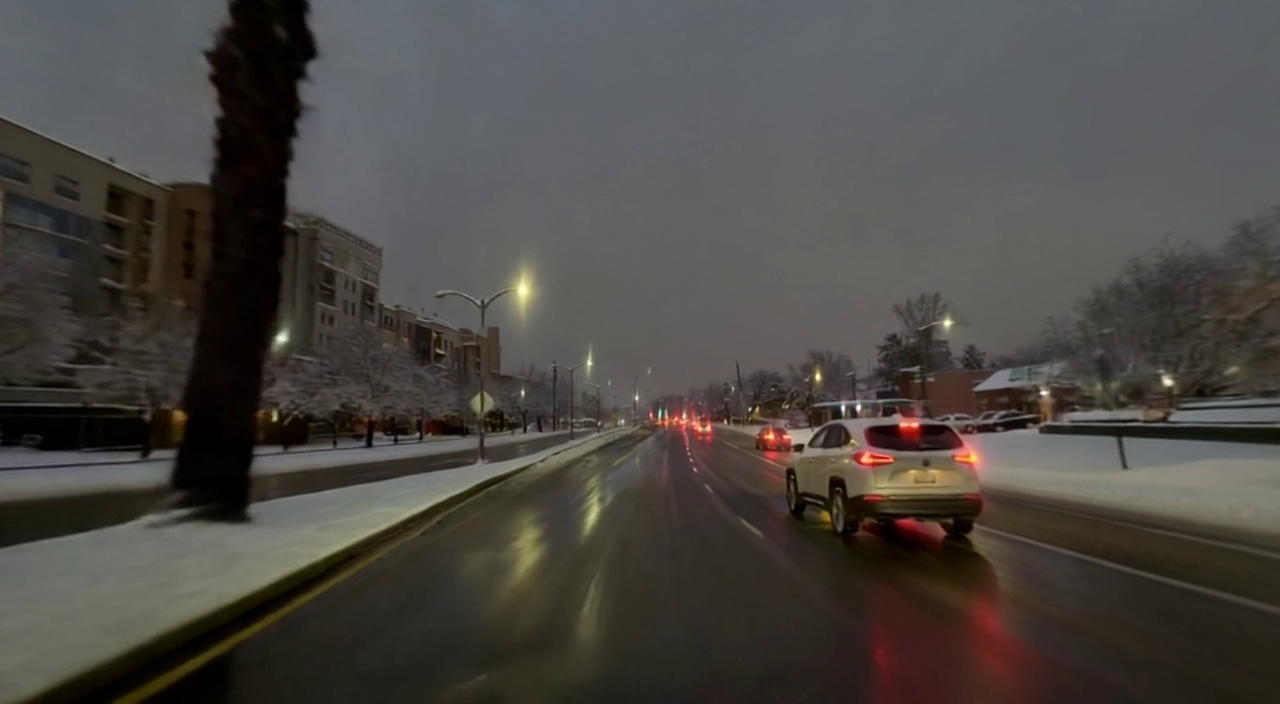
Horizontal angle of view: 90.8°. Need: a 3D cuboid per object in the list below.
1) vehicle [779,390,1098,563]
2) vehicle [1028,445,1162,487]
[{"bbox_3d":[3.659,1.680,9.057,2.219,1.795,4.718,0,-9,0],"label":"vehicle"},{"bbox_3d":[17.355,4.364,24.430,1.869,1.438,4.366,0,-9,-1],"label":"vehicle"}]
